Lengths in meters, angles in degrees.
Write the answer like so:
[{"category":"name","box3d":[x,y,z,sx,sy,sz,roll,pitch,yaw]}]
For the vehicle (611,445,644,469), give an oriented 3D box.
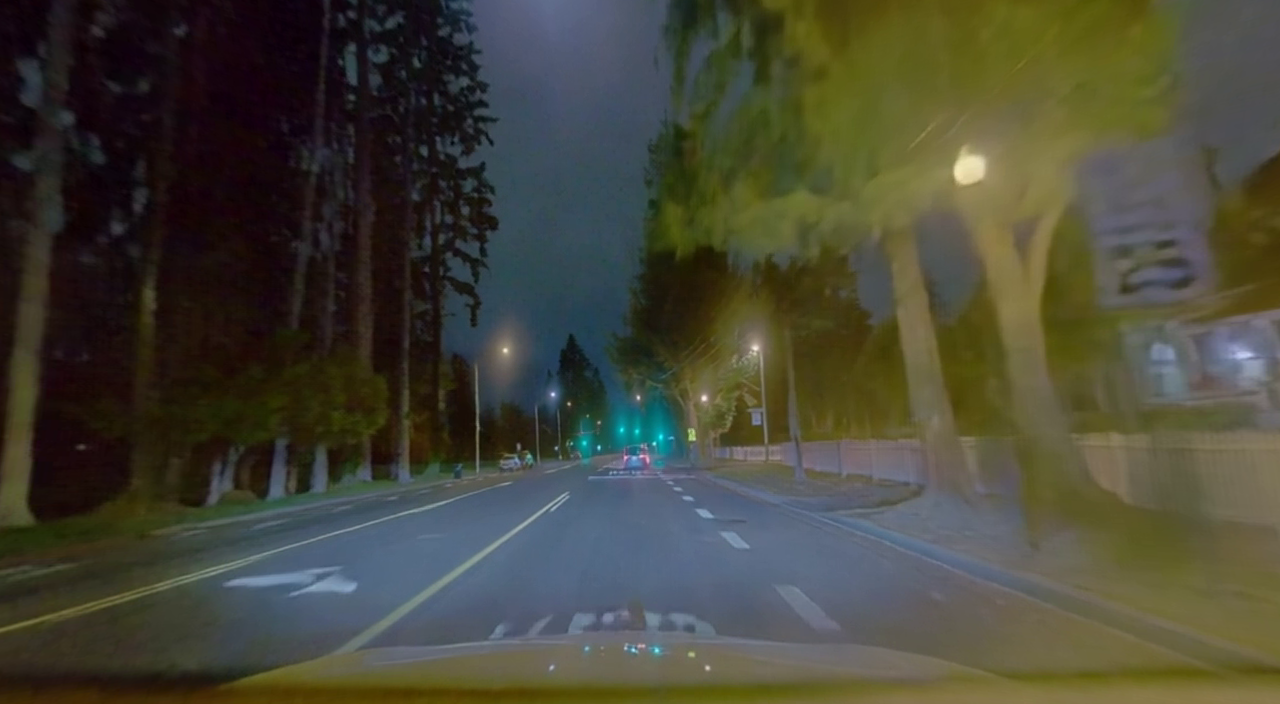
[{"category":"vehicle","box3d":[-0.843,6.867,41.587,2.104,1.500,3.815,0,-9,-1]}]
